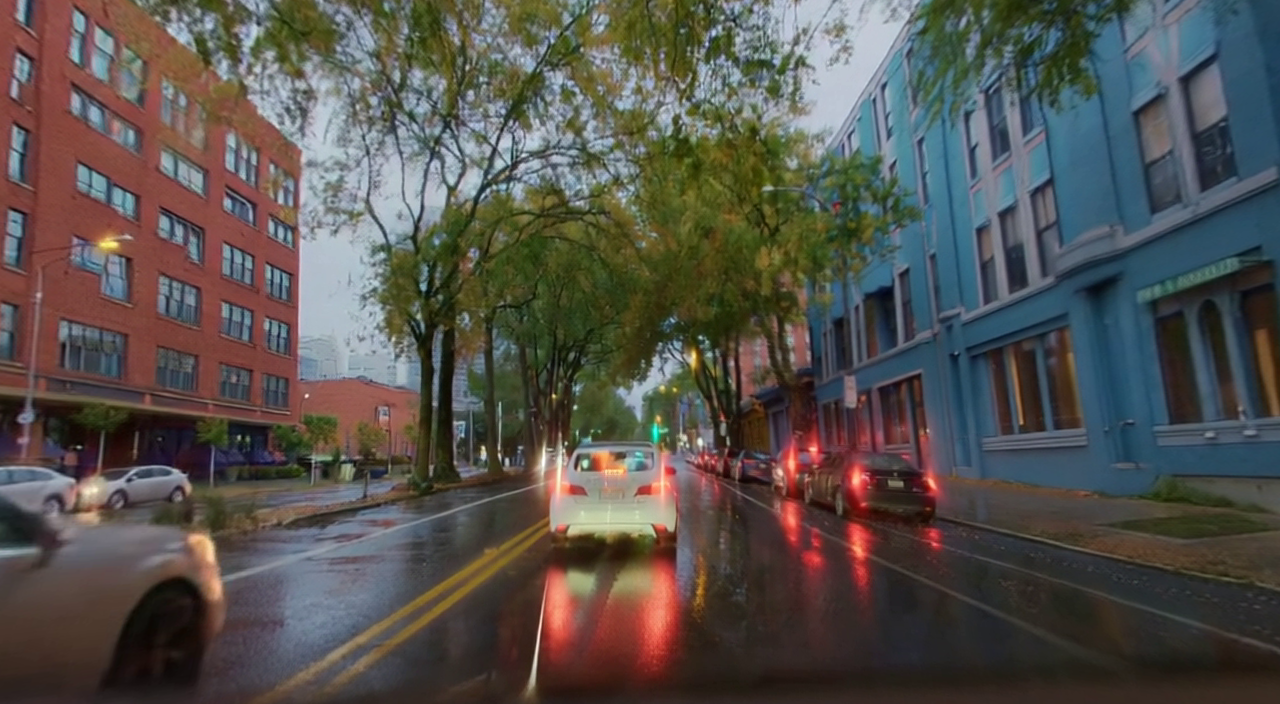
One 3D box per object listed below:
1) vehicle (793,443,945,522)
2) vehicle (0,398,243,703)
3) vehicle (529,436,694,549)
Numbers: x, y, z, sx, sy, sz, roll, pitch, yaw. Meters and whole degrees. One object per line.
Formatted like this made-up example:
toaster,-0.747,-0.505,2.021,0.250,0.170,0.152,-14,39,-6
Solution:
vehicle,4.914,2.823,14.201,1.832,1.491,4.054,1,-9,-1
vehicle,-3.513,0.824,1.590,1.934,1.548,4.635,0,-9,1
vehicle,-0.385,2.228,10.672,2.230,1.518,4.113,0,-9,0
